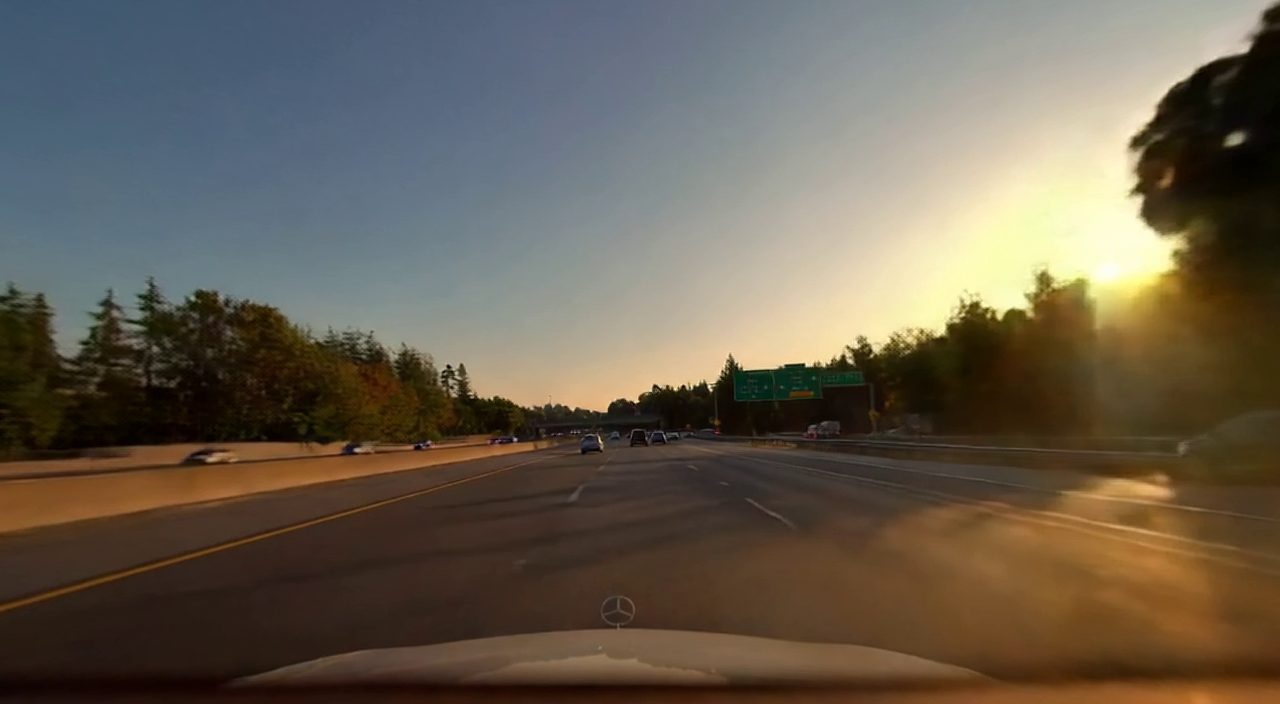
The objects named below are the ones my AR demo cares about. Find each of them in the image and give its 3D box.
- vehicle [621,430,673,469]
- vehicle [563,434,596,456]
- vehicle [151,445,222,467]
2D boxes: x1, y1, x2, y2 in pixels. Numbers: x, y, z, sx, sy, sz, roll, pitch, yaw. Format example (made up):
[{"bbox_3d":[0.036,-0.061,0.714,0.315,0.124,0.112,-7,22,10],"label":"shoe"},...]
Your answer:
[{"bbox_3d":[0.225,4.247,27.597,2.086,1.554,3.875,0,-8,-2],"label":"vehicle"},{"bbox_3d":[-4.262,6.641,44.894,2.014,1.471,4.380,0,-8,-1],"label":"vehicle"},{"bbox_3d":[-35.378,8.108,49.395,2.004,1.615,4.867,0,-8,-1],"label":"vehicle"}]
